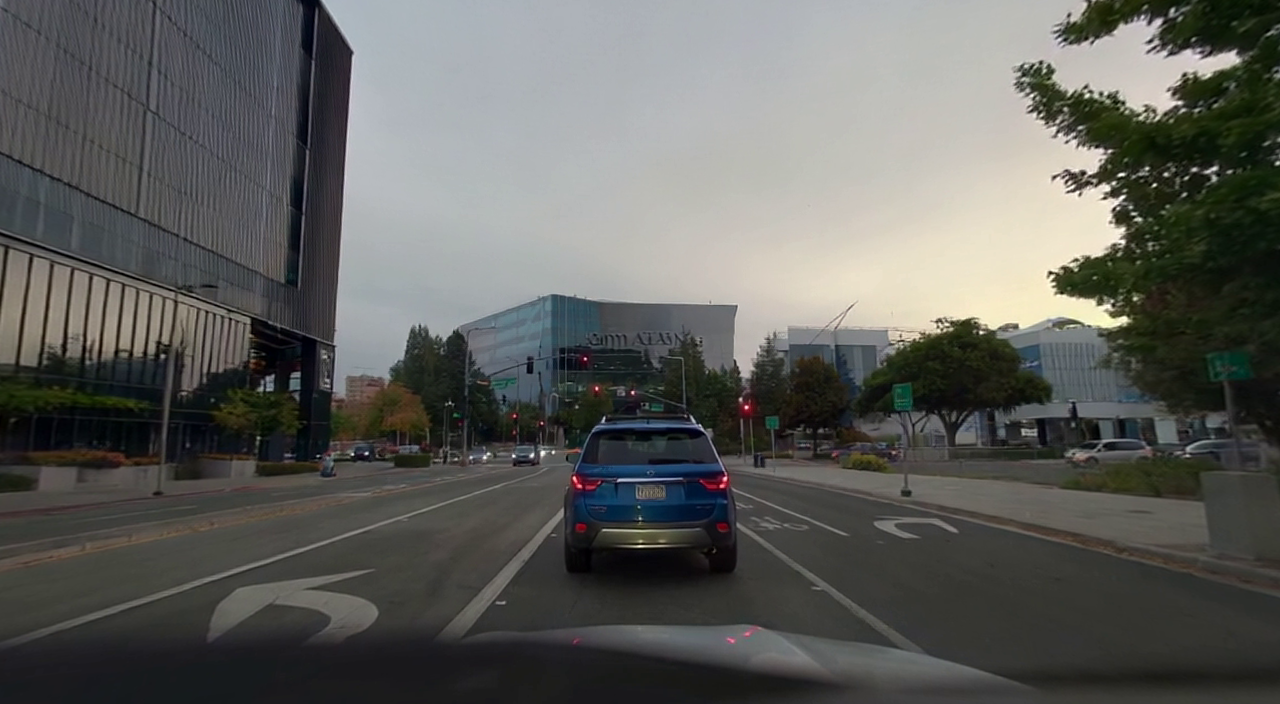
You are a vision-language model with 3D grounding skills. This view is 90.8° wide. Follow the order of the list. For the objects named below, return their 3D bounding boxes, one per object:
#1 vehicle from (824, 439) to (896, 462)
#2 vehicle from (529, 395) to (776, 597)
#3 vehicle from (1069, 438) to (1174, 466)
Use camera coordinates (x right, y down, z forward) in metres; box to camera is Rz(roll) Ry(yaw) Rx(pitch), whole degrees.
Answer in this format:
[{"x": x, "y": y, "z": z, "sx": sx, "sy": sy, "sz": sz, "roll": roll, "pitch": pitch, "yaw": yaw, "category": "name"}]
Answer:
[{"x": 15.661, "y": 7.014, "z": 45.105, "sx": 4.422, "sy": 1.563, "sz": 1.751, "roll": 0, "pitch": -8, "yaw": -1, "category": "vehicle"}, {"x": 0.010, "y": 1.573, "z": 7.701, "sx": 2.183, "sy": 1.765, "sz": 4.059, "roll": 0, "pitch": -9, "yaw": -3, "category": "vehicle"}, {"x": 28.993, "y": 6.030, "z": 38.162, "sx": 4.571, "sy": 1.558, "sz": 2.171, "roll": 0, "pitch": -9, "yaw": -2, "category": "vehicle"}]
